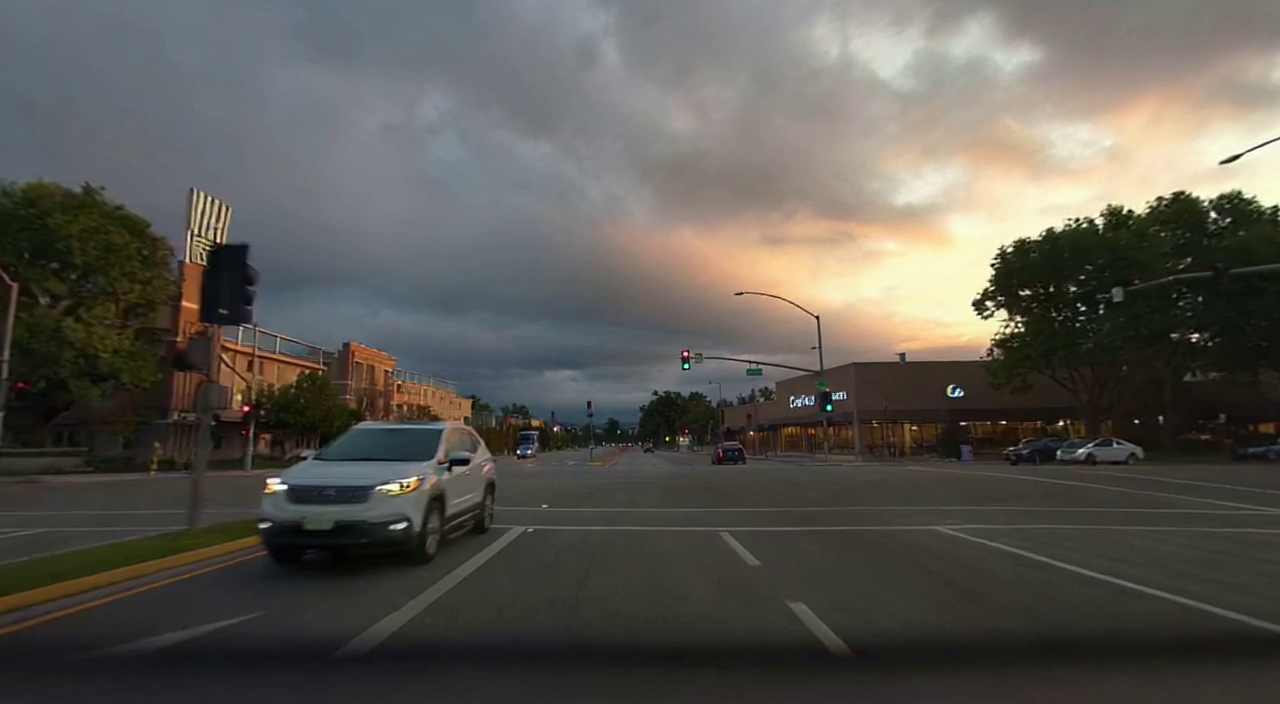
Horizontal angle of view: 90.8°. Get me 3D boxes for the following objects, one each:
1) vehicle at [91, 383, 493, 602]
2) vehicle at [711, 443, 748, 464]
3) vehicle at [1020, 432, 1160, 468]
[{"bbox_3d":[-3.440,1.526,7.753,2.087,1.789,4.988,0,-9,0],"label":"vehicle"},{"bbox_3d":[6.443,7.417,46.082,1.916,1.437,4.327,0,-9,-2],"label":"vehicle"},{"bbox_3d":[19.658,4.309,27.743,4.722,1.477,1.964,1,-9,-4],"label":"vehicle"}]
